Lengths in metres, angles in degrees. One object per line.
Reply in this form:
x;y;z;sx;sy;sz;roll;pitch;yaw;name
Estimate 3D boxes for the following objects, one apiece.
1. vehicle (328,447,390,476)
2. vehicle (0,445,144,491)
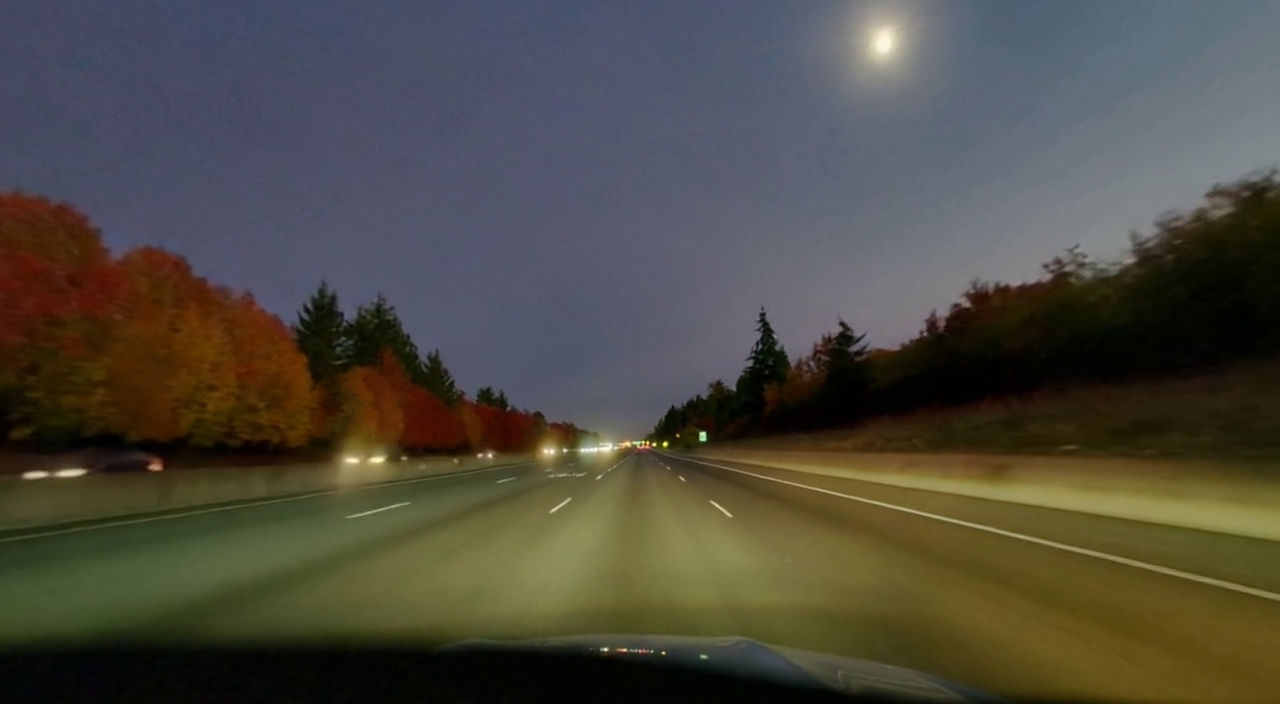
-14.378;5.606;32.388;1.520;1.405;3.431;0;-9;1;vehicle
-21.269;4.283;23.662;1.917;1.538;3.992;0;-8;0;vehicle
